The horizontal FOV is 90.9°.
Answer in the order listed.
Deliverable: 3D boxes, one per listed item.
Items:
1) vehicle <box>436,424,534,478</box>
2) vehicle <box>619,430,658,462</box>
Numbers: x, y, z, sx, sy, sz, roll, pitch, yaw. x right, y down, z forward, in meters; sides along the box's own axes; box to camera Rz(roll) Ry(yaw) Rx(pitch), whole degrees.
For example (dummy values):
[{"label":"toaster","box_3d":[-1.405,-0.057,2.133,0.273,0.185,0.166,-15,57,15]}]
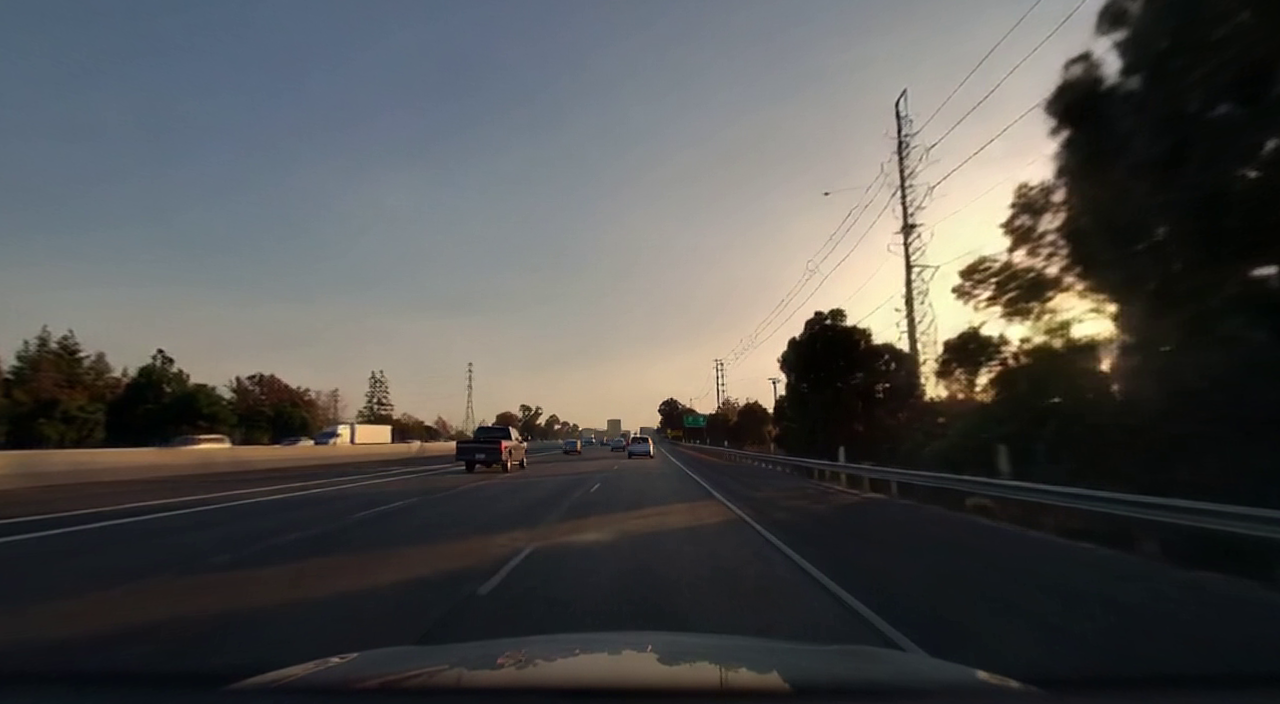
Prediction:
[{"label":"vehicle","box_3d":[-6.335,4.149,26.794,2.460,1.992,6.474,0,-8,0]},{"label":"vehicle","box_3d":[-0.032,6.263,42.136,2.448,2.025,5.193,-1,-8,1]}]
